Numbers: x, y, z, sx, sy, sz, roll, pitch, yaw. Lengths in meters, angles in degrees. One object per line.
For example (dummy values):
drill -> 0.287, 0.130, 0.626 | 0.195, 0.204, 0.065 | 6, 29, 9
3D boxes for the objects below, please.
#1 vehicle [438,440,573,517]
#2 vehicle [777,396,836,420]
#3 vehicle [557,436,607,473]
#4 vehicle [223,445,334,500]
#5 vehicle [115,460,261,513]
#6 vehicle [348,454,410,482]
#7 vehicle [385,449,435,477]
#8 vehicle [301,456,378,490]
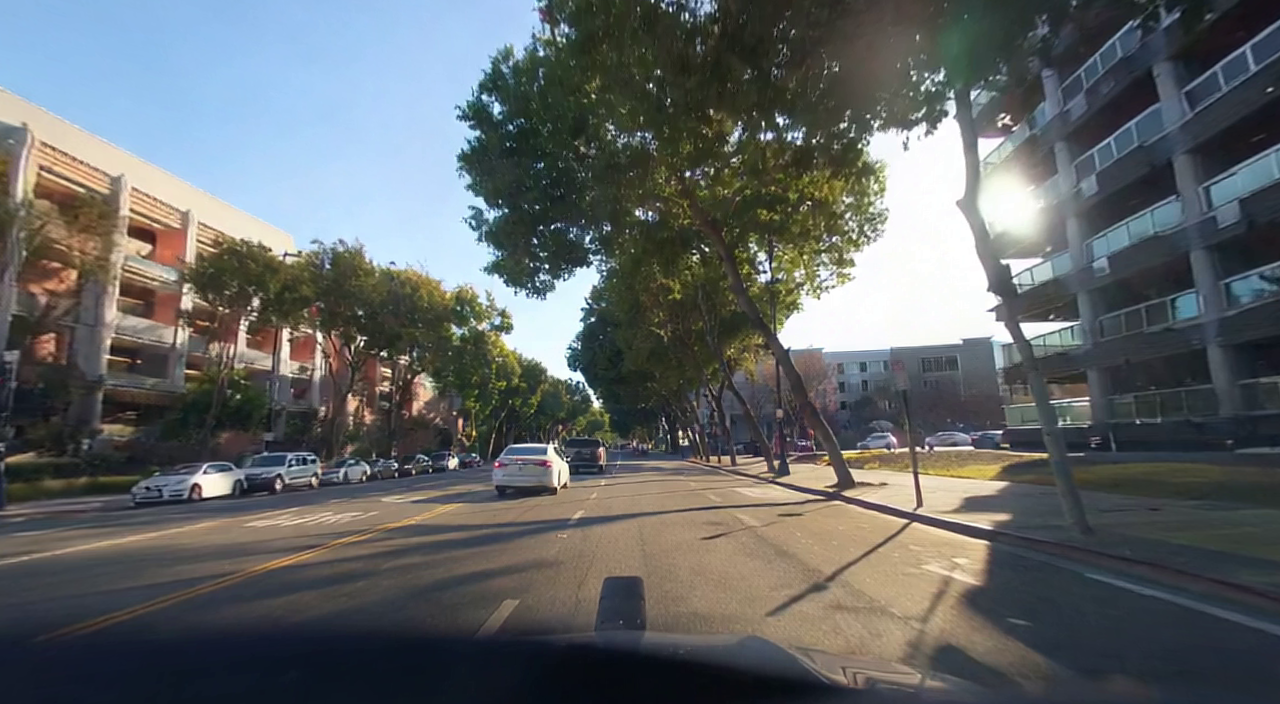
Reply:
vehicle -> -2.790, 2.722, 14.153 | 2.051, 1.454, 4.132 | 0, -8, 1
vehicle -> 12.069, 4.072, 45.941 | 3.827, 1.556, 1.730 | -1, -8, 0
vehicle -> -3.021, 5.475, 33.934 | 2.190, 1.840, 4.720 | 0, -8, 1
vehicle -> -15.489, 5.152, 27.458 | 2.129, 1.967, 4.907 | -4, -9, -3
vehicle -> -15.588, 4.614, 22.167 | 1.775, 1.461, 4.433 | -4, -9, 2
vehicle -> -15.659, 6.987, 38.186 | 1.871, 1.485, 4.573 | 0, -8, -1
vehicle -> -15.892, 7.673, 43.852 | 1.897, 1.805, 4.538 | 0, -8, -2
vehicle -> -15.504, 6.219, 32.858 | 1.942, 1.431, 4.553 | -5, -9, -3
